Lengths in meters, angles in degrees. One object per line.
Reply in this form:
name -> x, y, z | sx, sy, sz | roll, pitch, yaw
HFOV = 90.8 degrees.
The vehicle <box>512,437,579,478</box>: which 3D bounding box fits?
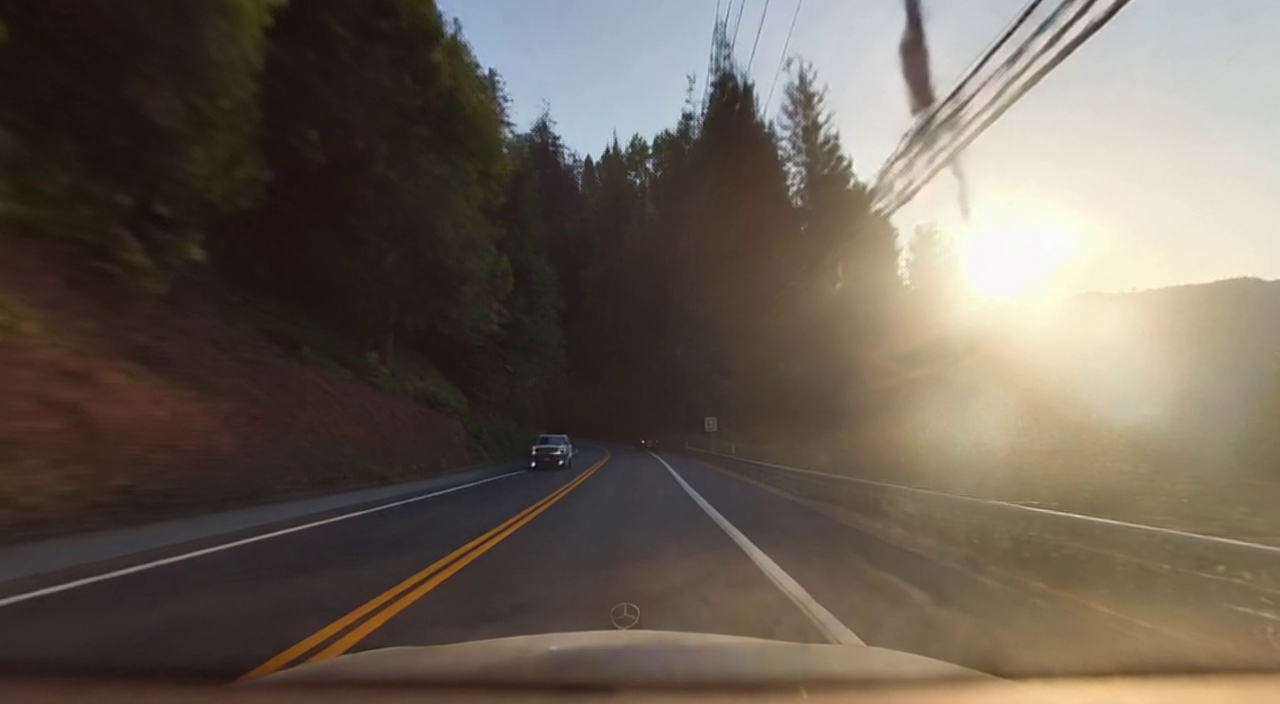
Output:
vehicle -> -4.428, 5.075, 30.750 | 2.172, 1.744, 6.543 | -1, -8, 1
